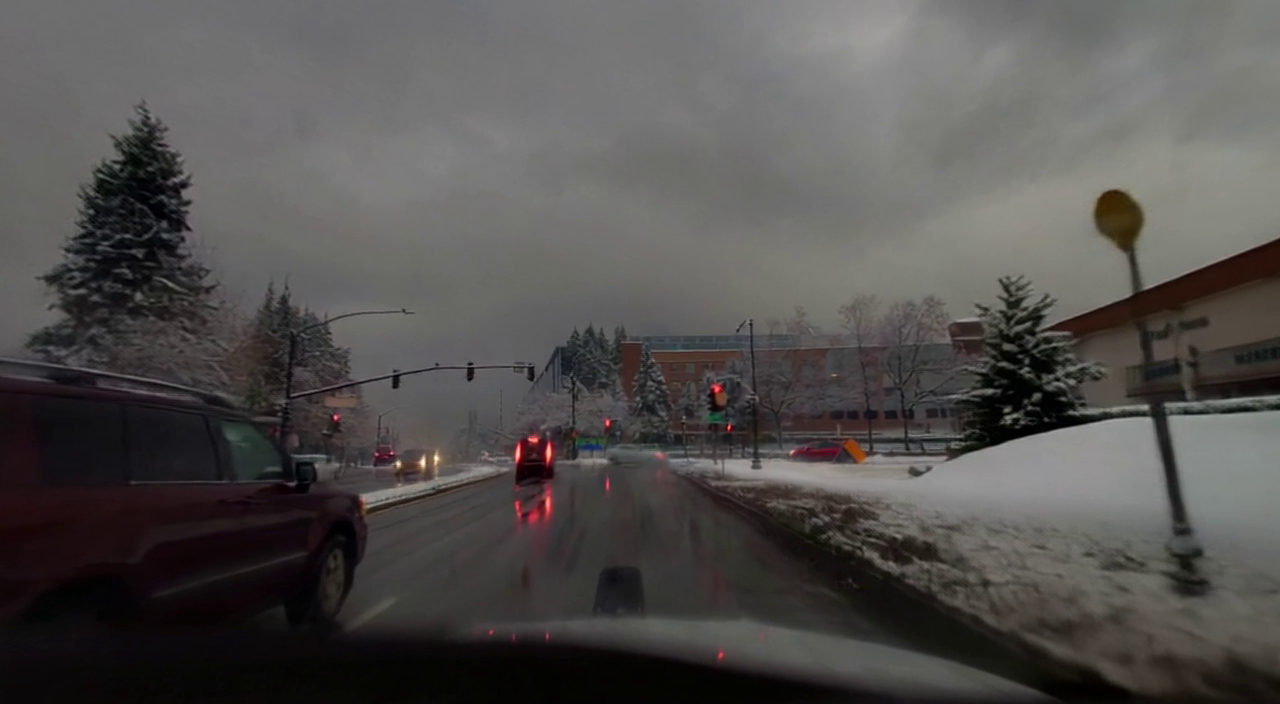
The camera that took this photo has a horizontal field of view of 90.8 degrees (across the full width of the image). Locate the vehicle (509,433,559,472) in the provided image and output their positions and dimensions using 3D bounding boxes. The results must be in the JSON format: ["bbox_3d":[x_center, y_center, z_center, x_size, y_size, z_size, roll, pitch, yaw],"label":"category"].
[{"bbox_3d":[-5.290,5.107,32.092,2.134,1.799,5.082,1,-9,-6],"label":"vehicle"}]

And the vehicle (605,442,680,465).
[{"bbox_3d":[0.146,7.578,47.457,5.257,1.627,2.161,-5,-10,30],"label":"vehicle"}]

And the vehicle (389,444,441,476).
[{"bbox_3d":[-12.186,5.853,34.506,1.925,1.631,4.250,1,-9,-10],"label":"vehicle"}]

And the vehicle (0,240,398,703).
[{"bbox_3d":[-3.395,0.665,2.642,2.509,1.885,5.831,0,-9,-1],"label":"vehicle"}]
